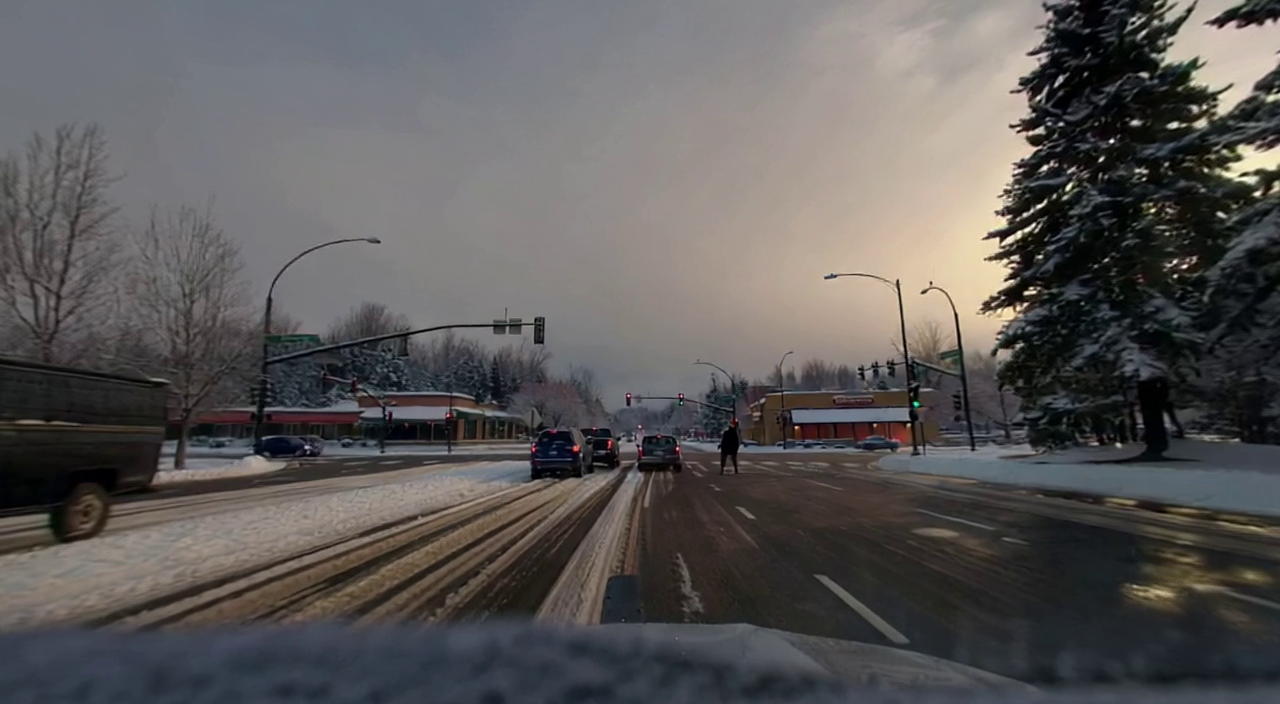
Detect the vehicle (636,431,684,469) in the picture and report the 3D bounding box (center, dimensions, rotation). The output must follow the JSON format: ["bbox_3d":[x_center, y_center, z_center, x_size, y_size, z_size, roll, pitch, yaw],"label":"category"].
[{"bbox_3d":[0.969,4.868,31.361,2.204,1.738,4.690,0,-8,1],"label":"vehicle"}]

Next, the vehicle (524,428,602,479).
[{"bbox_3d":[-2.711,3.717,23.218,2.006,1.707,4.448,-1,-8,4],"label":"vehicle"}]

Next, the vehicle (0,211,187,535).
[{"bbox_3d":[-9.405,-0.120,5.172,3.054,3.962,11.136,0,-8,-1],"label":"vehicle"}]
